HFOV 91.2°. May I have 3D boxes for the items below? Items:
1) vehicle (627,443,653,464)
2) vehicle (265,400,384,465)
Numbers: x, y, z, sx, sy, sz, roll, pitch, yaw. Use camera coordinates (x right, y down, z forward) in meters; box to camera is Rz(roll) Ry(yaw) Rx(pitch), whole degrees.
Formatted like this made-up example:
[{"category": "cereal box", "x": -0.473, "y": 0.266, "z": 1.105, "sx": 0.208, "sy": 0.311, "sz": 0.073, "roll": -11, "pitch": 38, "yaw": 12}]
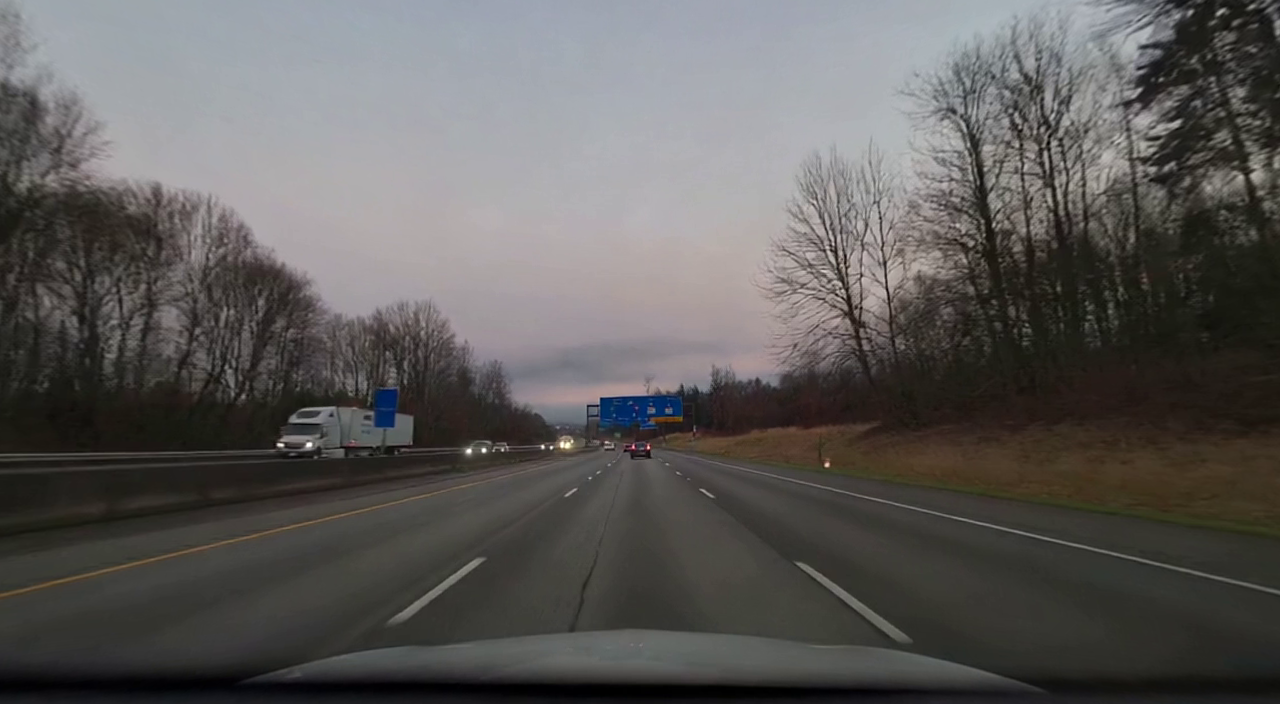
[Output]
[{"category": "vehicle", "x": -0.001, "y": 7.506, "z": 46.648, "sx": 1.859, "sy": 1.478, "sz": 3.799, "roll": 0, "pitch": -8, "yaw": 0}, {"category": "vehicle", "x": -21.197, "y": 5.637, "z": 43.081, "sx": 2.940, "sy": 3.918, "sz": 9.839, "roll": 0, "pitch": -9, "yaw": 0}]
